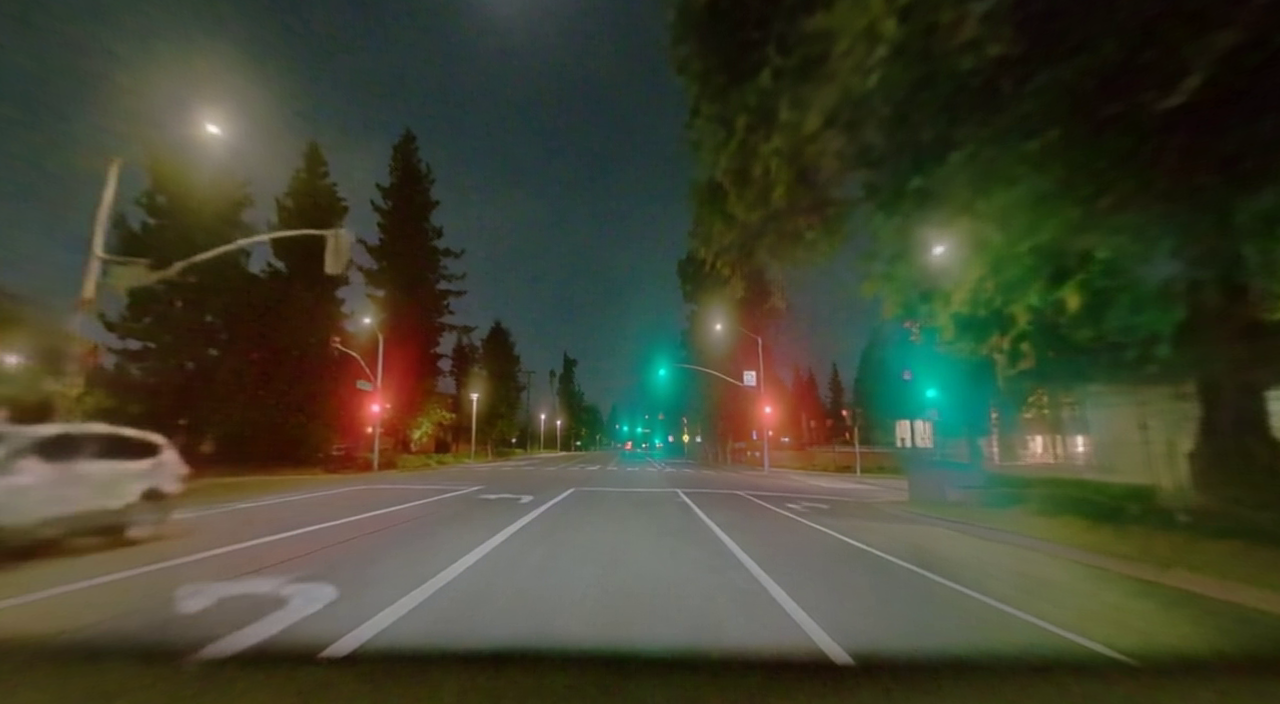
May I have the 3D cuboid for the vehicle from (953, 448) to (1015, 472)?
[{"bbox_3d":[26.565,8.323,48.788,3.878,1.462,1.783,5,-7,-5],"label":"vehicle"}]

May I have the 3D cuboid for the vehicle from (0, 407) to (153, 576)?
[{"bbox_3d":[-7.689,1.408,6.291,2.091,1.727,4.413,0,-8,0],"label":"vehicle"}]
